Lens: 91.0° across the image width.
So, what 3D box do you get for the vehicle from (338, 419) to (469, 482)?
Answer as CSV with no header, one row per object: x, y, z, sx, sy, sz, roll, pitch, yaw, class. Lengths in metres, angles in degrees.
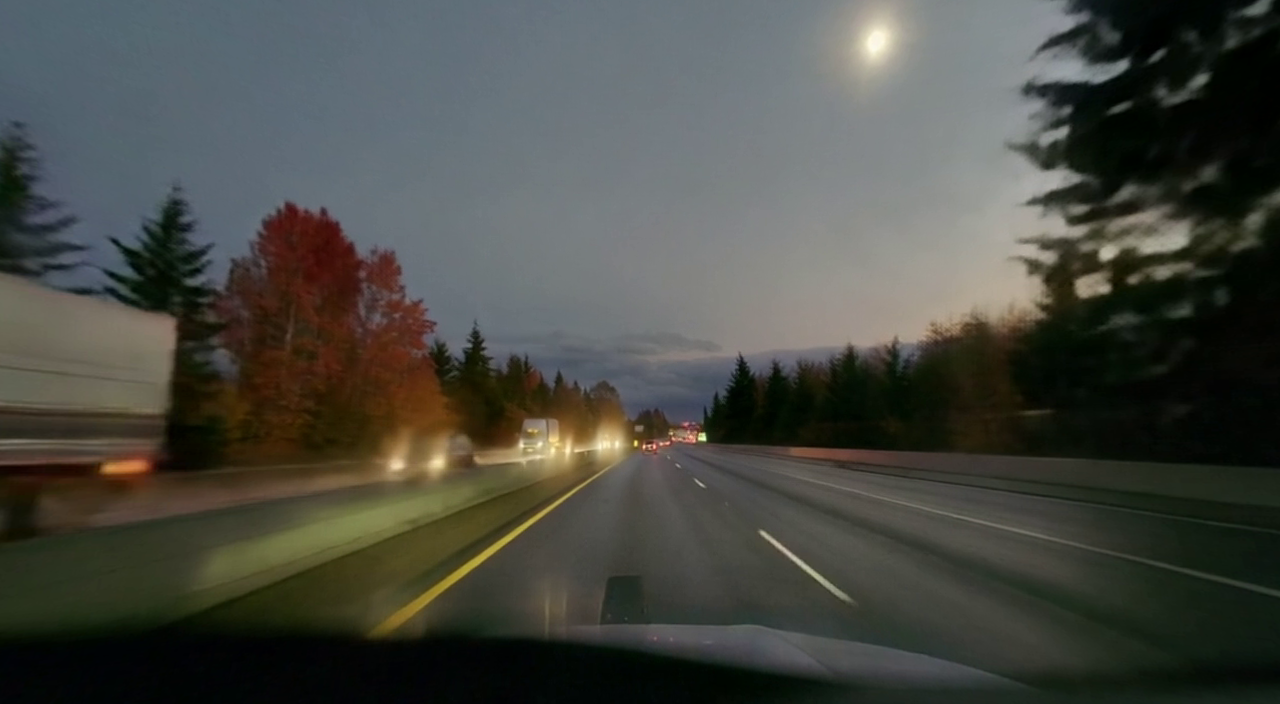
-7.471,3.194,20.648,2.213,1.767,5.284,0,-8,0,vehicle

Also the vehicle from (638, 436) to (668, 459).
0.864,6.548,43.064,1.924,1.498,3.817,0,-8,0,vehicle
